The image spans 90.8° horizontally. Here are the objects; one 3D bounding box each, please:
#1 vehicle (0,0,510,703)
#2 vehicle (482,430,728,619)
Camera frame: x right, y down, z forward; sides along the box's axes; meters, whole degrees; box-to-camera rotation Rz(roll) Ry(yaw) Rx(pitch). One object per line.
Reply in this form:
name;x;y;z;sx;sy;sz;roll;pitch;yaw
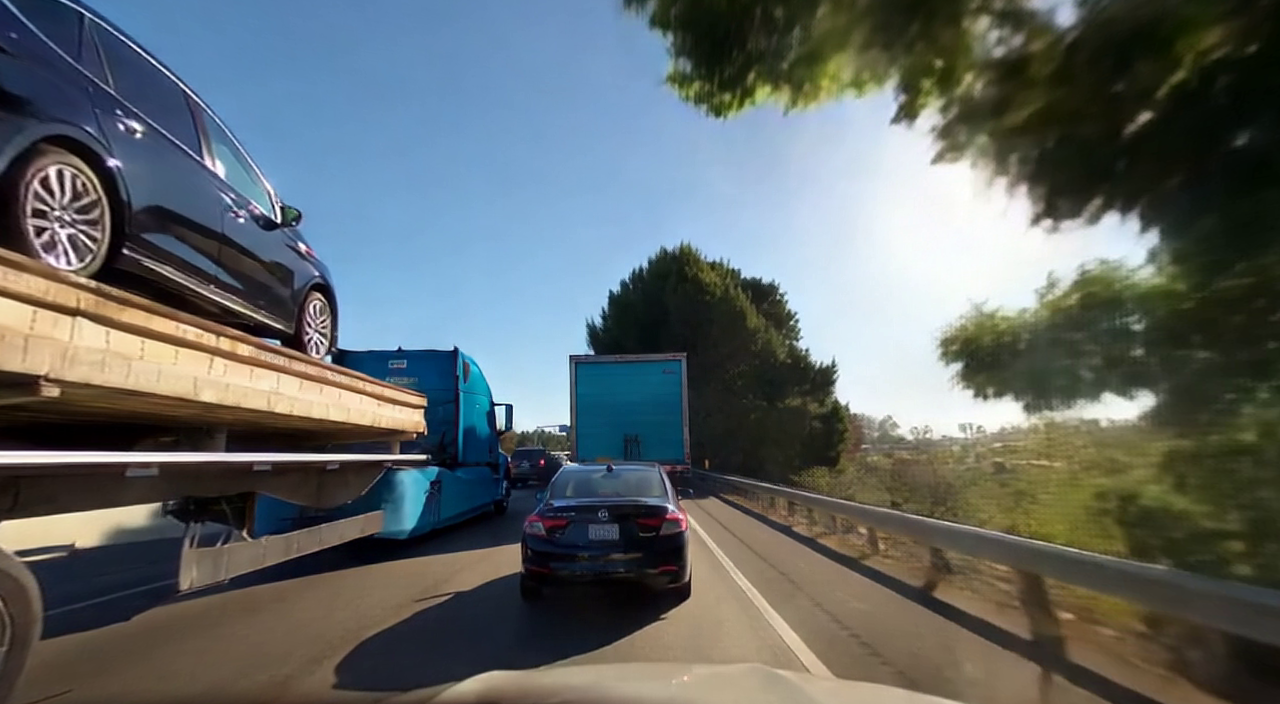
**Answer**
vehicle;-4.622;0.565;8.234;2.836;4.059;14.286;0;-9;0
vehicle;-0.302;1.669;6.890;1.991;1.507;3.391;0;-9;-1
